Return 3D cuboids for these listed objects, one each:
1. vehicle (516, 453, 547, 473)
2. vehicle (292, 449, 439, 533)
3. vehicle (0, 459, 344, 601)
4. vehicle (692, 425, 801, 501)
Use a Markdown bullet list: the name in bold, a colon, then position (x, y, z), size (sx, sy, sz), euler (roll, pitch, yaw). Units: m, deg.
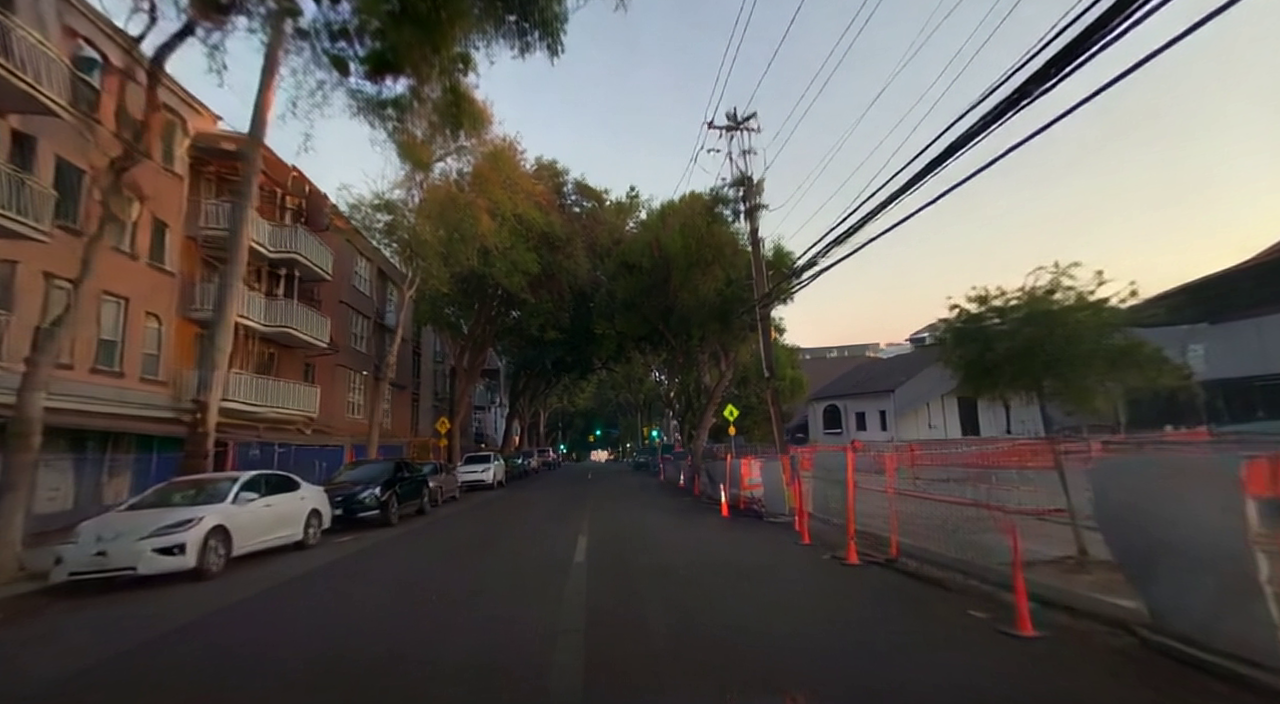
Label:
- **vehicle**: position (-8.357, 8.573, 48.886), size (1.968, 1.450, 4.271), euler (0, -9, -4)
- **vehicle**: position (-6.372, 3.210, 15.250), size (1.996, 1.695, 4.127), euler (1, -9, -6)
- **vehicle**: position (-6.169, 2.390, 9.063), size (1.967, 1.483, 4.347), euler (1, -12, -4)
- **vehicle**: position (2.861, 3.306, 18.115), size (1.994, 1.857, 4.393), euler (2, -14, -5)
